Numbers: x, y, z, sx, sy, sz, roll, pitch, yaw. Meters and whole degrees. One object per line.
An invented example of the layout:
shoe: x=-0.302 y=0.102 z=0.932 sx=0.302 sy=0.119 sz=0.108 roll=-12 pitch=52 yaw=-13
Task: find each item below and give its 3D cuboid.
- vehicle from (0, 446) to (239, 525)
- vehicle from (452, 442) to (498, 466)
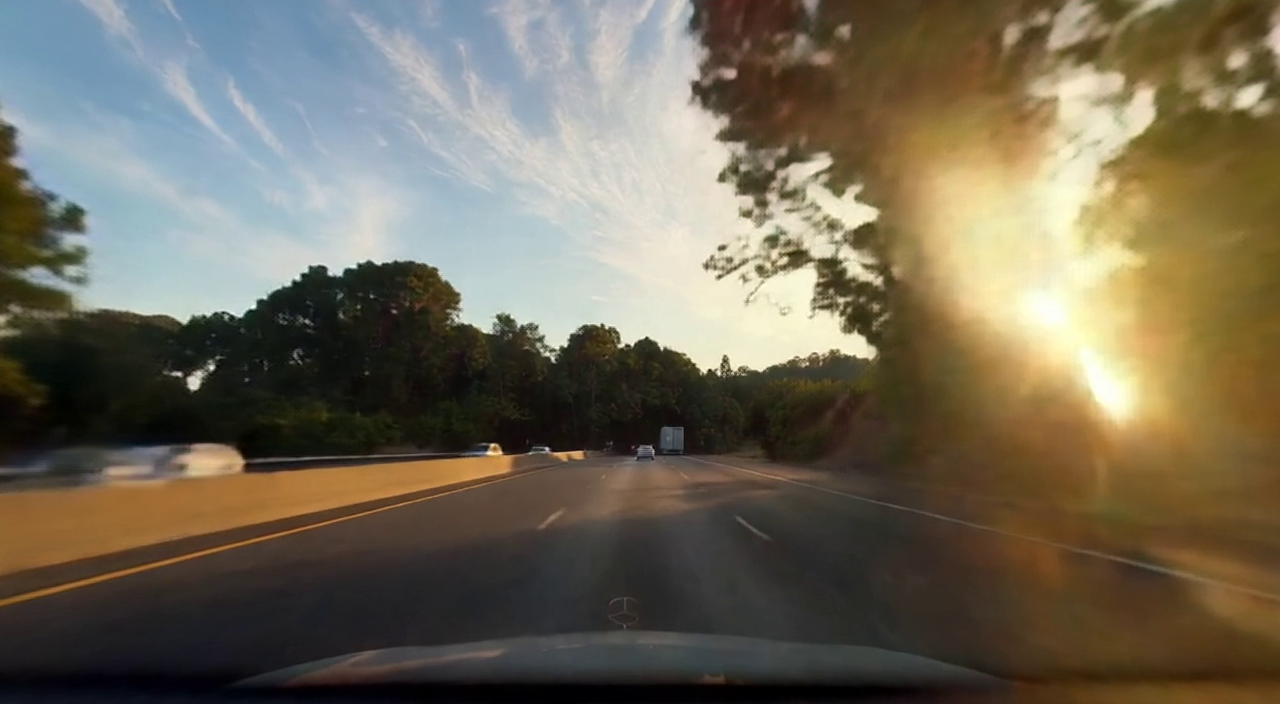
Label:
vehicle: x=-11.497 y=2.881 z=14.192 sx=1.962 sy=1.480 sz=4.417 roll=0 pitch=-9 yaw=1
vehicle: x=-11.676 y=7.290 z=44.922 sx=1.960 sy=1.597 sz=4.606 roll=0 pitch=-9 yaw=1
